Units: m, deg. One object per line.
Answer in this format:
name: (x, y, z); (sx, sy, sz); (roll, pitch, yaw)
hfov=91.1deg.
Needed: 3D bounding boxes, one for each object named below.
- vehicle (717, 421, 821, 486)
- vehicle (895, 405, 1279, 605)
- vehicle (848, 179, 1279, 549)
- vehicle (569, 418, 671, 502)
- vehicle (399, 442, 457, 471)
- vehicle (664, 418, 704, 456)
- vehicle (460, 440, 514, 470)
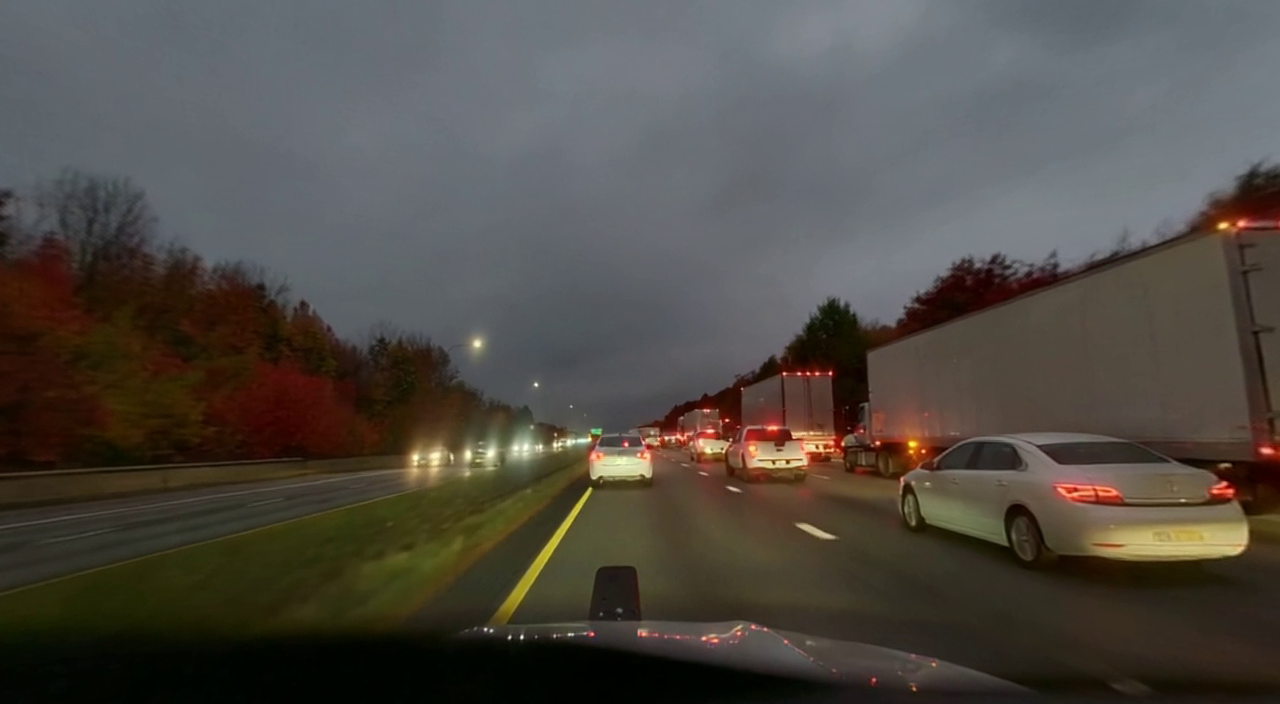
vehicle: (3.676, 2.974, 18.758); (2.147, 1.707, 3.963); (0, -8, -2)
vehicle: (4.724, 1.447, 6.914); (2.040, 1.523, 4.068); (0, -8, -1)
vehicle: (8.398, 1.018, 13.550); (2.867, 4.066, 13.802); (0, -8, -1)
vehicle: (-0.445, 2.507, 15.110); (2.087, 1.709, 4.455); (0, -8, -1)
vehicle: (-12.415, 6.129, 37.090); (1.962, 1.575, 4.204); (0, -8, 0)
vehicle: (3.156, 6.273, 46.378); (2.395, 2.656, 6.037); (0, -8, -1)
vehicle: (-8.333, 5.634, 34.594); (1.921, 1.533, 4.091); (0, -8, 0)
